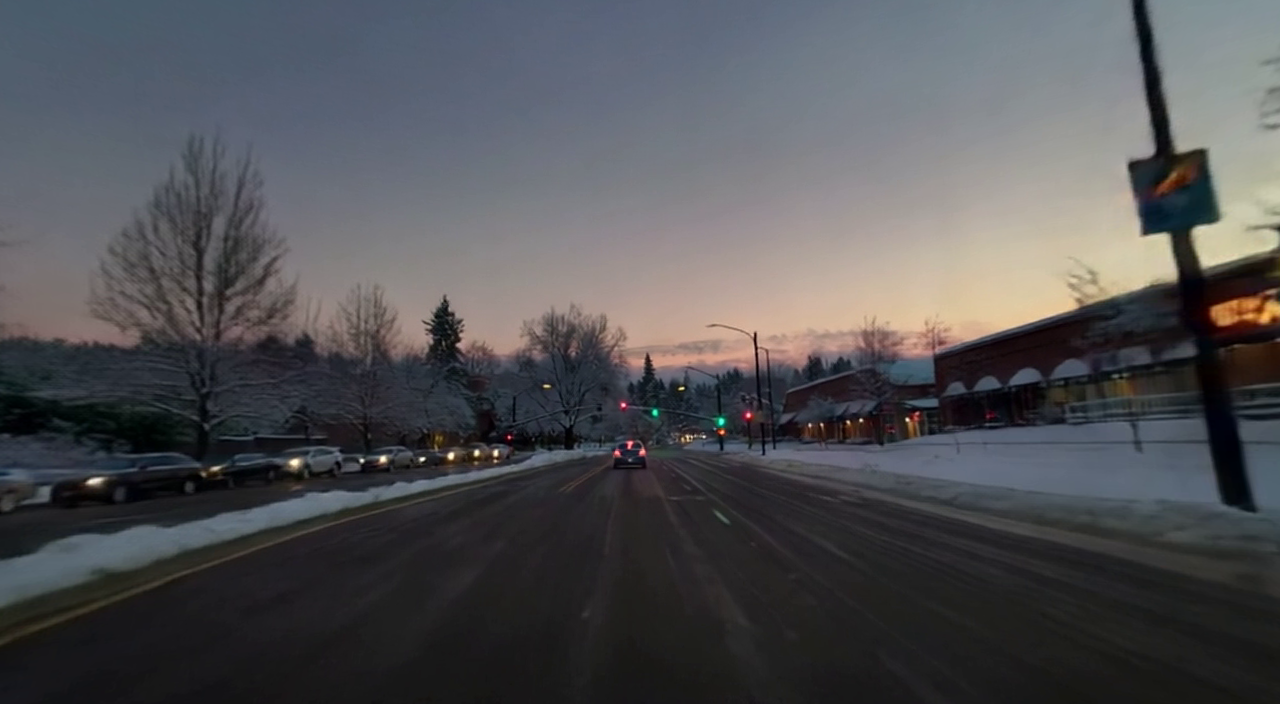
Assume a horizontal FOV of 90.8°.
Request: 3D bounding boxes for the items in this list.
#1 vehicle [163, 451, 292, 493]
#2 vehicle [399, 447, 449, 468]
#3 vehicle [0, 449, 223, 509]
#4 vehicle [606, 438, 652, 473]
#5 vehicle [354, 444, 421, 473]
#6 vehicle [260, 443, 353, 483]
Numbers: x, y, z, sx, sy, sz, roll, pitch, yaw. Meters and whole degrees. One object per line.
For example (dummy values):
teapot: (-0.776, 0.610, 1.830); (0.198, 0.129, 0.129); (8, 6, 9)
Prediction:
vehicle: (-15.571, 4.508, 24.216); (1.980, 1.427, 4.449); (0, -9, -1)
vehicle: (-15.816, 7.733, 46.457); (1.931, 1.455, 5.023); (0, -9, 0)
vehicle: (-15.557, 3.706, 19.046); (2.098, 1.524, 5.102); (-1, -9, 6)
vehicle: (-0.500, 4.864, 29.758); (2.045, 1.510, 3.690); (0, -9, 0)
vehicle: (-15.756, 6.638, 39.726); (2.130, 1.692, 4.734); (-1, -9, 2)
vehicle: (-15.707, 5.248, 30.030); (1.981, 1.755, 4.113); (-1, -10, 3)
